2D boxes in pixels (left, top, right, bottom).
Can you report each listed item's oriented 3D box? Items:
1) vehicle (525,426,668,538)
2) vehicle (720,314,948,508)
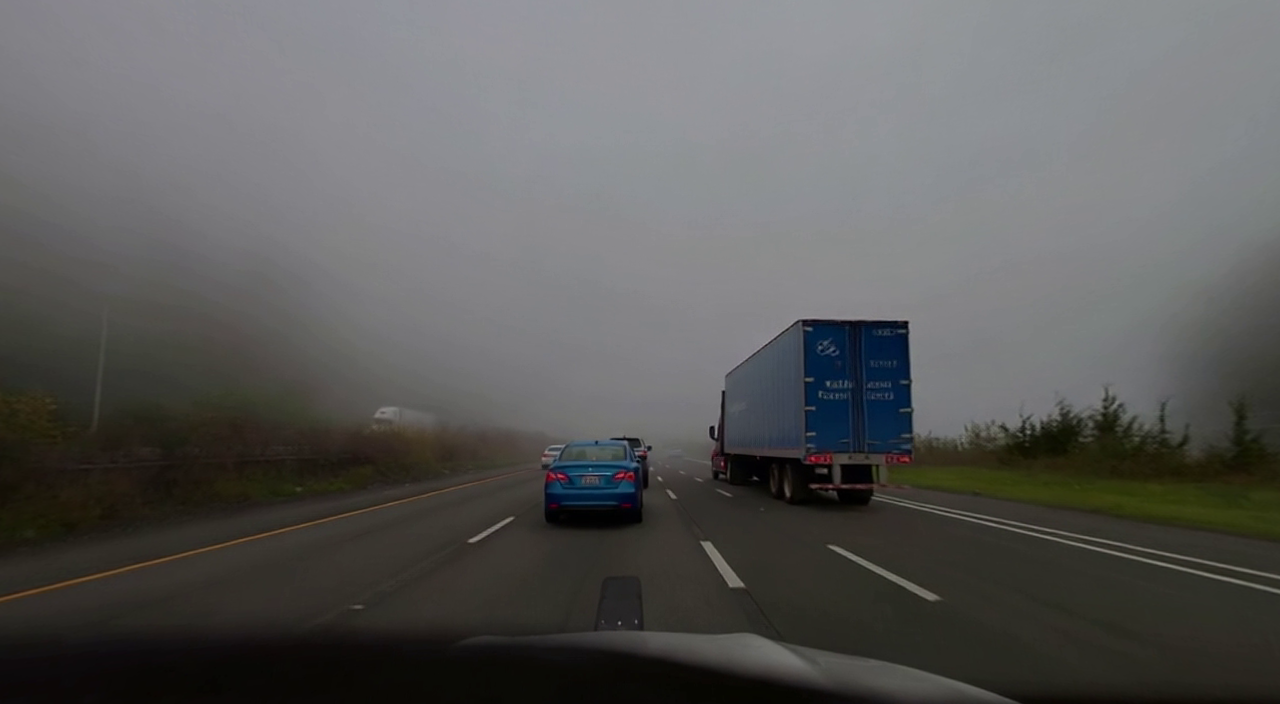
[{"bbox_3d":[-0.628,2.146,10.902,2.038,1.582,3.729,0,-9,0],"label":"vehicle"},{"bbox_3d":[4.881,2.256,20.112,2.825,4.043,14.051,0,-9,0],"label":"vehicle"}]
